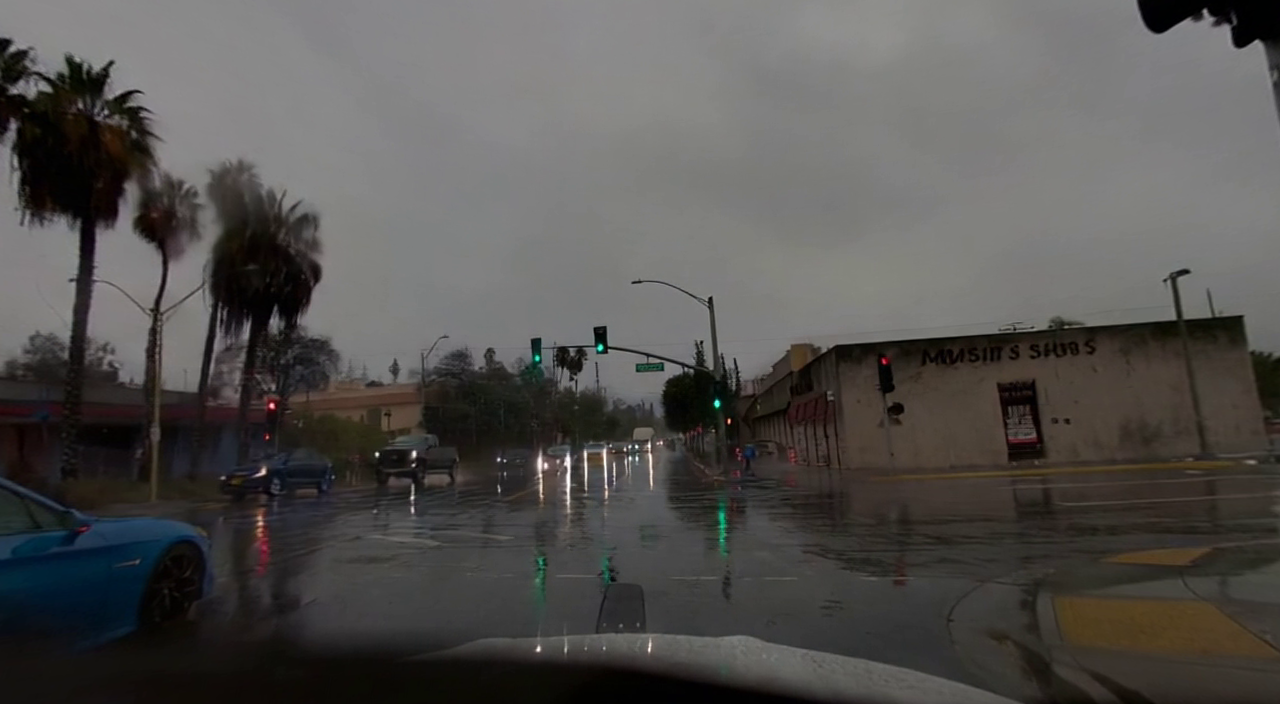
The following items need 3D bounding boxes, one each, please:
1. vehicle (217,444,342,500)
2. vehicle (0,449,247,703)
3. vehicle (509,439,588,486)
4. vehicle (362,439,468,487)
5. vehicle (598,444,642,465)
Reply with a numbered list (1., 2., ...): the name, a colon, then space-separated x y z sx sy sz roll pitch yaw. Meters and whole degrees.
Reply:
1. vehicle: -13.135 4.394 23.398 1.870 1.705 4.426 -6 -10 3
2. vehicle: -3.697 1.018 2.242 1.850 1.325 4.295 0 -9 0
3. vehicle: -3.361 3.889 22.493 1.839 1.468 4.549 3 -9 -20
4. vehicle: -9.294 4.676 26.750 2.050 1.792 5.507 -1 -9 5
5. vehicle: -1.534 7.992 49.582 2.181 1.549 4.345 -3 -9 17
